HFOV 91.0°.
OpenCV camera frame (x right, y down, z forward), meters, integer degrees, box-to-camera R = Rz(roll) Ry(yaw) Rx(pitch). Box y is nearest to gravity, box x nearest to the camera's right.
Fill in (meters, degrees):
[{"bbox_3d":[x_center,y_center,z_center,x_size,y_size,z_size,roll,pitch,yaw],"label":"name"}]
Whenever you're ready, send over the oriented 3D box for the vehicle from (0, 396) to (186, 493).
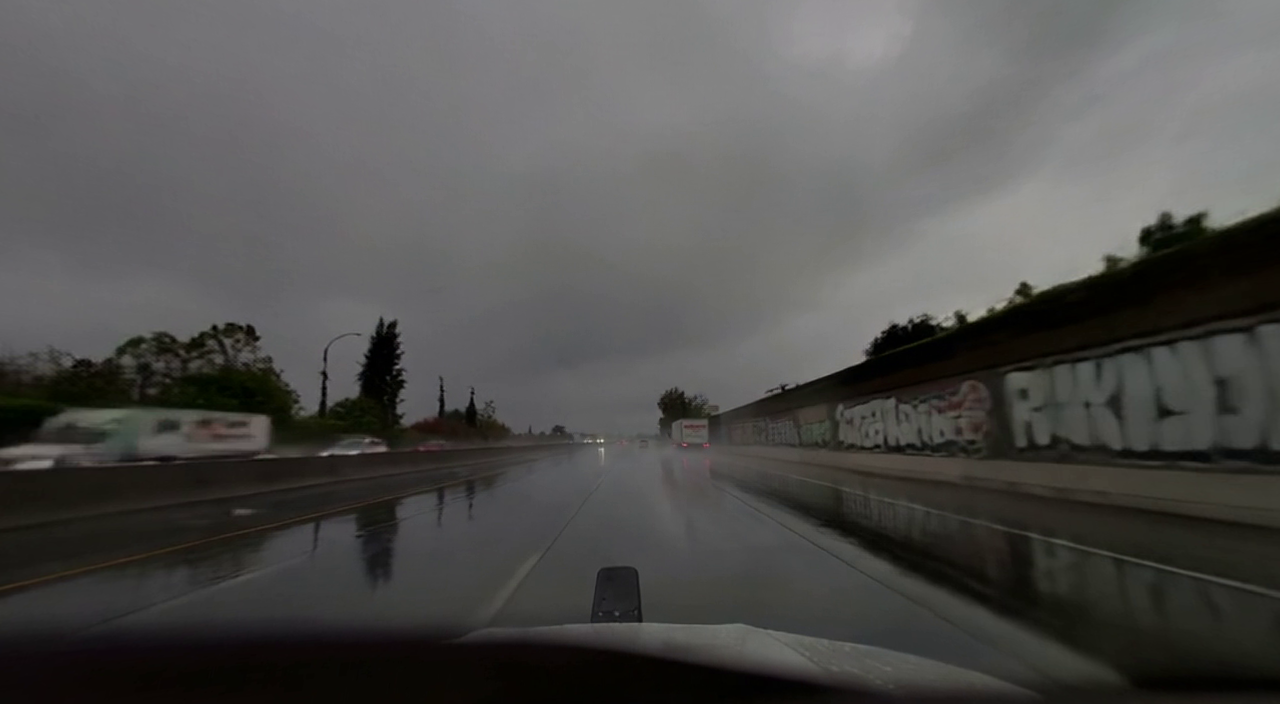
[{"bbox_3d":[-21.175,3.517,24.160,2.866,3.196,6.122,0,-8,0],"label":"vehicle"}]
